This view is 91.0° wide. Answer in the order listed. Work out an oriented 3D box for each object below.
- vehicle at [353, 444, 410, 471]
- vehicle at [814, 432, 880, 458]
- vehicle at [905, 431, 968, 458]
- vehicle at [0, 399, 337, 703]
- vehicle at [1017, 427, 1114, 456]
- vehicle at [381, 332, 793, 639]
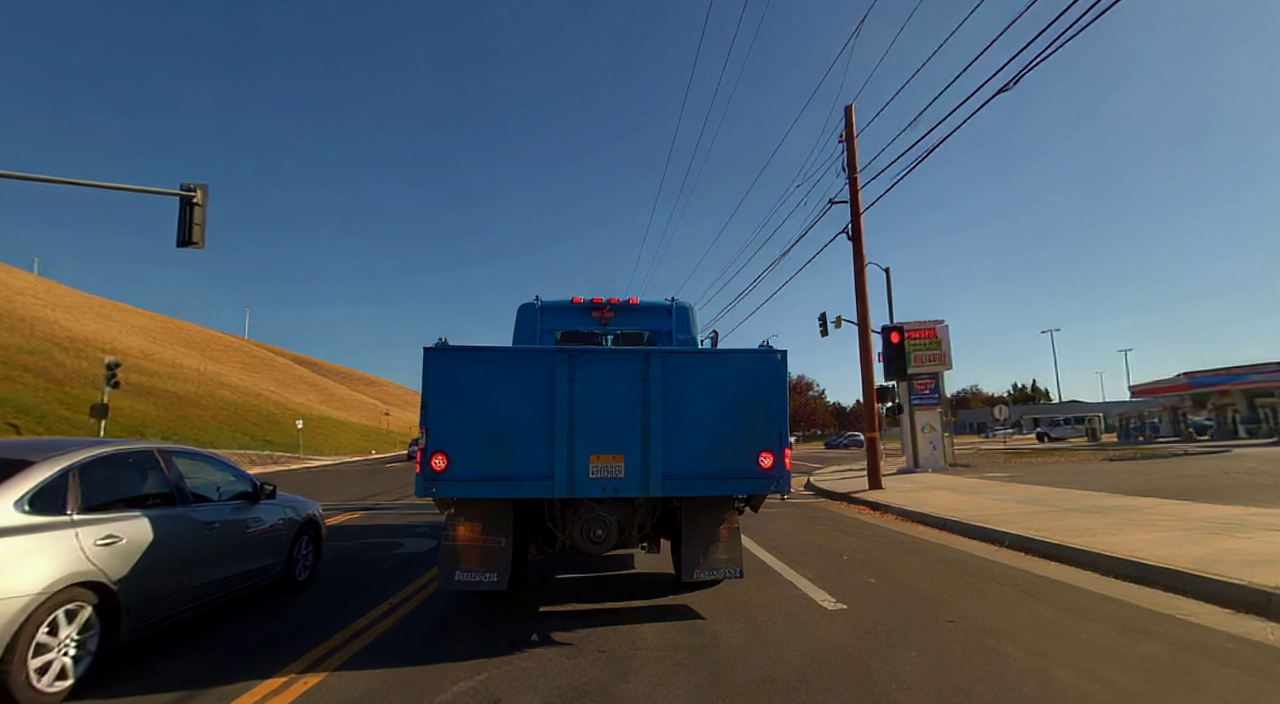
[{"bbox_3d":[-17.119,7.011,41.904,2.133,1.690,4.331,0,-9,-3],"label":"vehicle"},{"bbox_3d":[14.984,6.714,45.366,4.975,1.799,2.117,7,-11,-40],"label":"vehicle"},{"bbox_3d":[20.919,6.507,44.344,5.021,1.757,2.012,7,-11,-40],"label":"vehicle"},{"bbox_3d":[-3.957,1.188,3.972,2.017,1.555,4.150,-1,-9,0],"label":"vehicle"},{"bbox_3d":[25.563,5.391,37.923,4.419,1.496,1.854,-2,-9,1],"label":"vehicle"},{"bbox_3d":[-0.420,1.322,7.200,2.859,2.144,5.406,0,-9,-1],"label":"vehicle"}]
